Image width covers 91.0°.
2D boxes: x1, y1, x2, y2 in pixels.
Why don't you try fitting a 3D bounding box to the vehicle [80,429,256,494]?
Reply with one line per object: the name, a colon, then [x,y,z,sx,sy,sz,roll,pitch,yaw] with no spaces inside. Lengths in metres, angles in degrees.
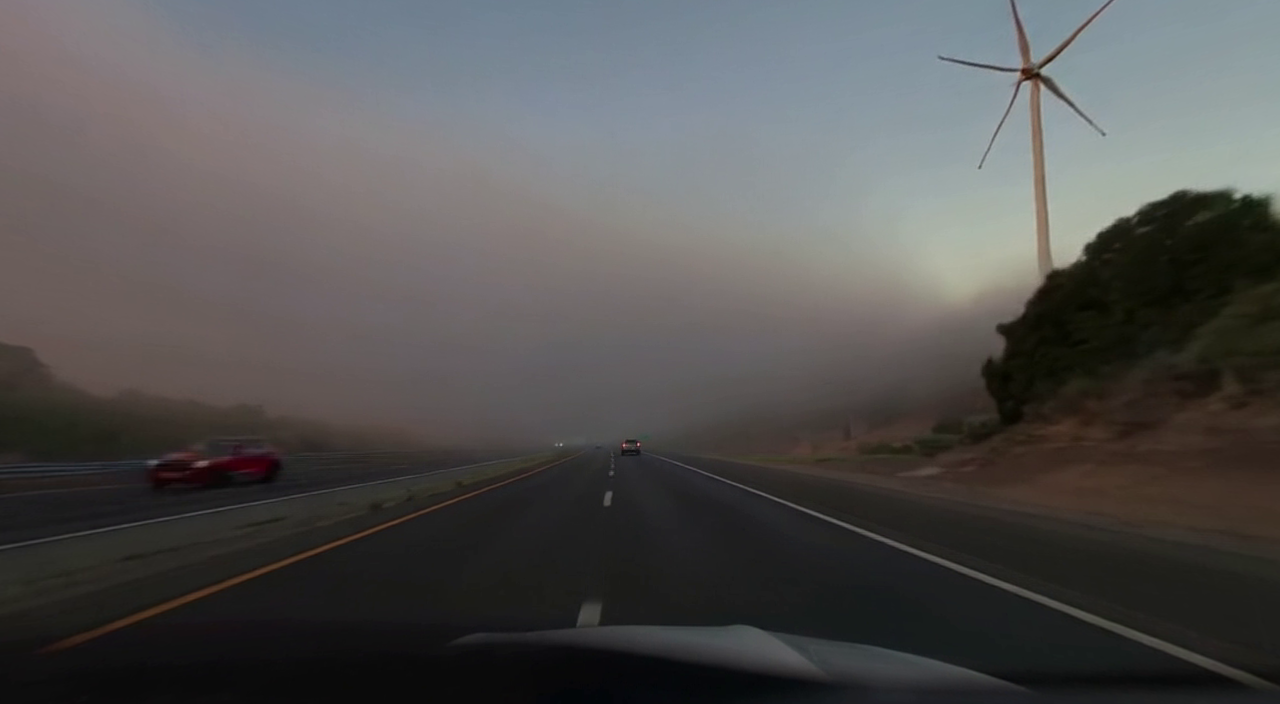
vehicle: [-13.529,3.133,18.446,1.933,1.639,4.239,0,-8,-2]
